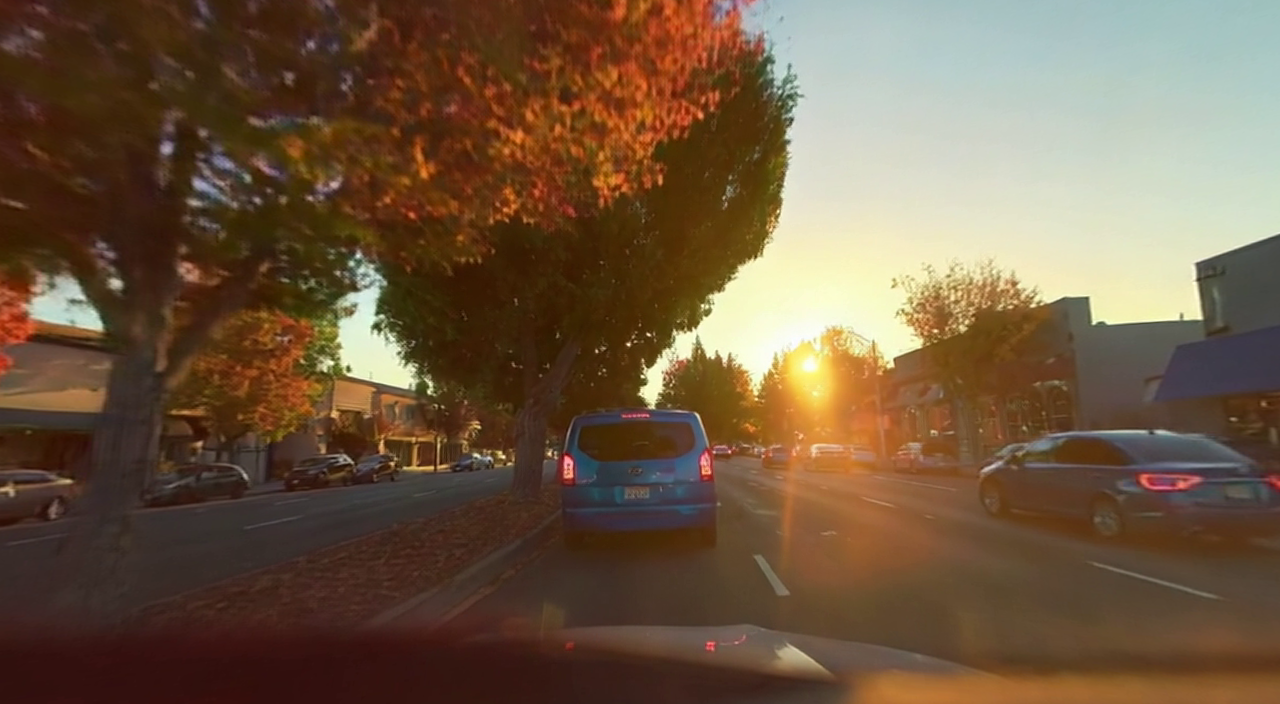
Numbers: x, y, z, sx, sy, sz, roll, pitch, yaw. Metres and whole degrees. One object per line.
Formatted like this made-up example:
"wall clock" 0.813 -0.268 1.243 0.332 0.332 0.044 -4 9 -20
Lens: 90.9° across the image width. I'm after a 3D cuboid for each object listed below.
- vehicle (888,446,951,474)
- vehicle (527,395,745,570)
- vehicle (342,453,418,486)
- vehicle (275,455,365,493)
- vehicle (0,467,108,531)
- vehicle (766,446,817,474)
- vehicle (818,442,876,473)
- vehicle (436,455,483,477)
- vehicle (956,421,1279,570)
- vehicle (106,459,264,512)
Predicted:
"vehicle" 15.382 5.965 34.938 1.916 1.452 3.811 0 -9 4
"vehicle" 0.090 1.744 9.186 2.344 1.863 4.665 -1 -8 4
"vehicle" -14.185 6.404 34.775 1.921 1.621 4.930 -1 -8 3
"vehicle" -14.666 5.579 29.177 1.947 1.558 4.065 0 -8 2
"vehicle" -15.491 3.481 14.955 1.797 1.351 4.300 -1 -8 5
"vehicle" 8.394 5.977 35.195 1.886 1.464 4.290 0 -8 2
"vehicle" 12.330 6.305 37.860 2.040 1.738 4.414 0 -8 1
"vehicle" -13.475 8.491 47.328 1.995 1.466 4.580 0 -8 2
"vehicle" 6.674 1.851 9.059 1.928 1.529 4.917 -1 -8 3
"vehicle" -14.954 4.369 21.110 1.877 1.445 4.436 0 -8 2
